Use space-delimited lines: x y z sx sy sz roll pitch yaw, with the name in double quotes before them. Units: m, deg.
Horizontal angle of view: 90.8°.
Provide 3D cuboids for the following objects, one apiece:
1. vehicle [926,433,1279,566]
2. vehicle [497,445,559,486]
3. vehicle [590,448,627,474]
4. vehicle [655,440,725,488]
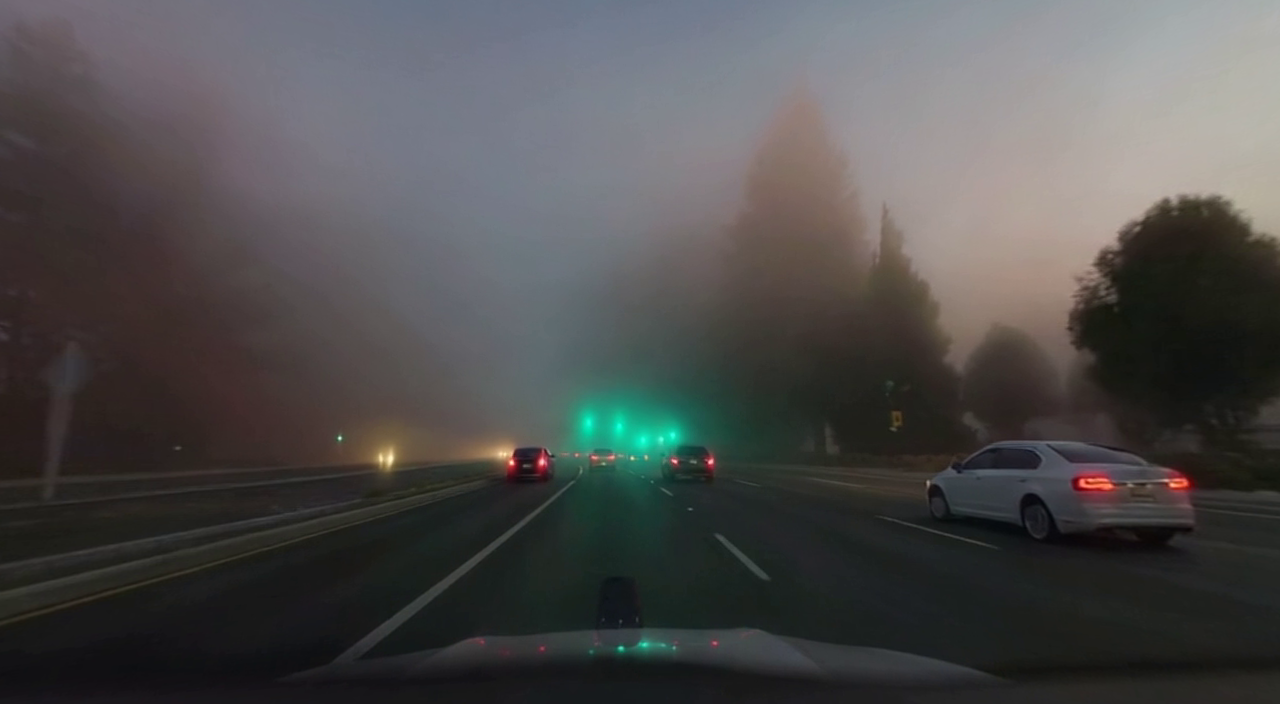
"vehicle" 6.097 1.897 8.959 1.945 1.408 4.288 0 -8 -2
"vehicle" -4.939 5.032 28.416 2.172 1.671 4.175 0 -8 -2
"vehicle" -1.999 6.689 38.933 2.155 1.486 4.403 1 -8 -5
"vehicle" 1.868 4.384 25.156 2.161 1.716 4.194 1 -8 -4
